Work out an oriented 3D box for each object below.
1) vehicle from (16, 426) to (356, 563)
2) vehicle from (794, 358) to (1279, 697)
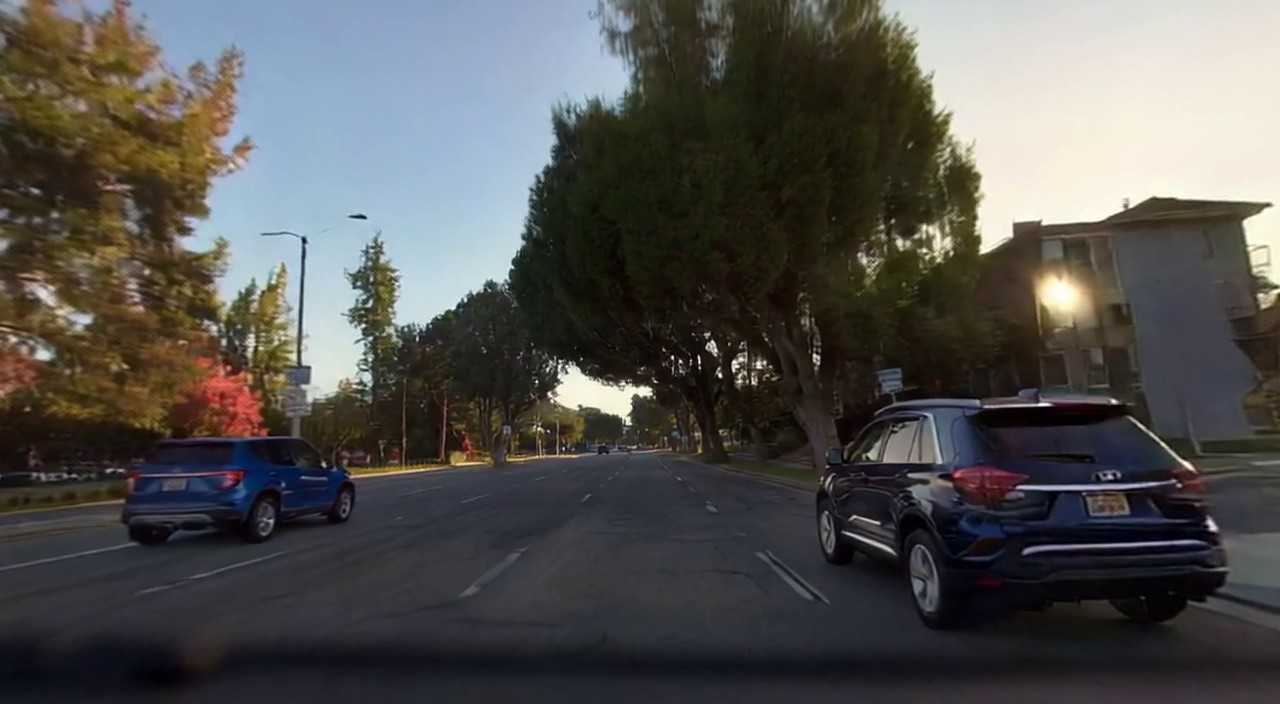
[{"bbox_3d":[-6.770,2.149,10.351,2.069,1.690,4.837,0,-9,-2],"label":"vehicle"},{"bbox_3d":[2.993,1.259,5.674,2.047,1.768,4.607,0,-9,0],"label":"vehicle"}]
